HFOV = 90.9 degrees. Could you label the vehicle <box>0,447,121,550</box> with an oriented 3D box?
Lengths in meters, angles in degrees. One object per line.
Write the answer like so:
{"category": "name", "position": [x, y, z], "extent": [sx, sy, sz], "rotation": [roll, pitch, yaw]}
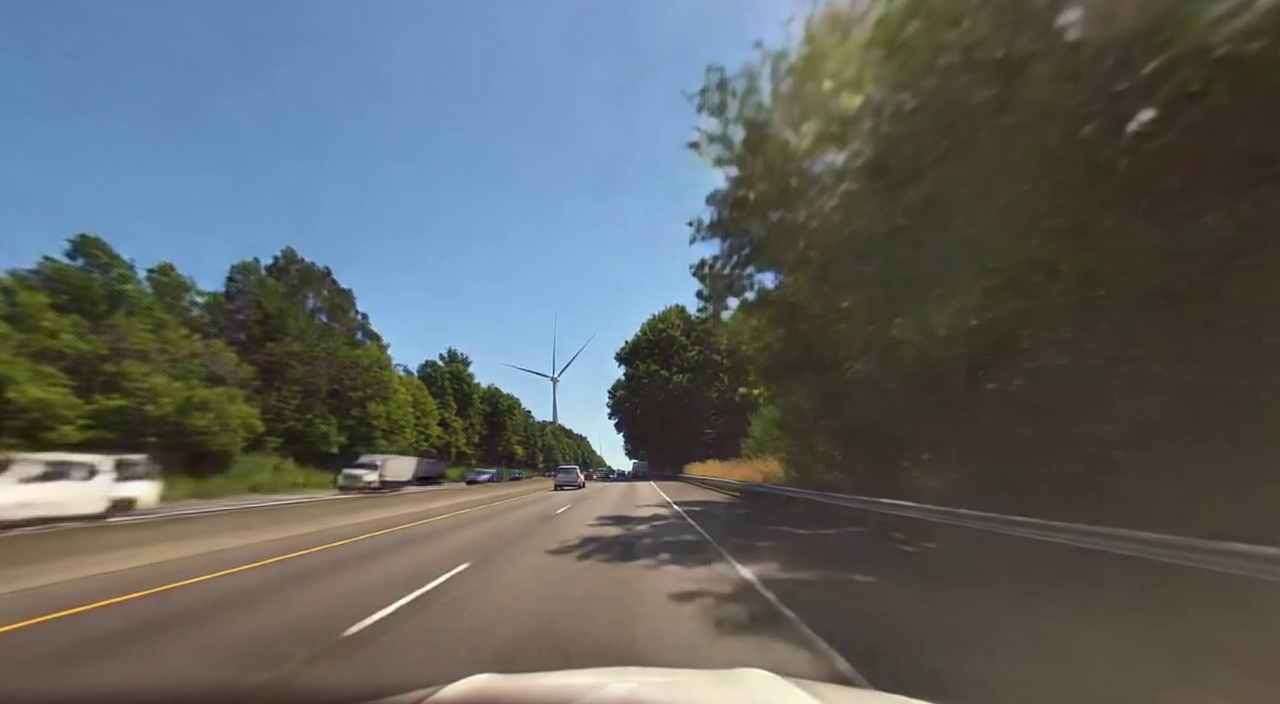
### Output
{"category": "vehicle", "position": [-12.488, 2.589, 11.178], "extent": [2.064, 1.818, 5.180], "rotation": [1, -11, 0]}

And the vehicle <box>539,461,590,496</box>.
{"category": "vehicle", "position": [-3.975, 6.742, 33.793], "extent": [2.124, 1.705, 4.440], "rotation": [0, -11, 1]}

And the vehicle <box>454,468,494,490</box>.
{"category": "vehicle", "position": [-12.405, 9.525, 47.418], "extent": [1.844, 1.561, 4.103], "rotation": [1, -11, 0]}

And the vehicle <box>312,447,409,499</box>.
{"category": "vehicle", "position": [-16.486, 7.252, 37.879], "extent": [2.254, 2.753, 7.758], "rotation": [1, -11, 0]}
